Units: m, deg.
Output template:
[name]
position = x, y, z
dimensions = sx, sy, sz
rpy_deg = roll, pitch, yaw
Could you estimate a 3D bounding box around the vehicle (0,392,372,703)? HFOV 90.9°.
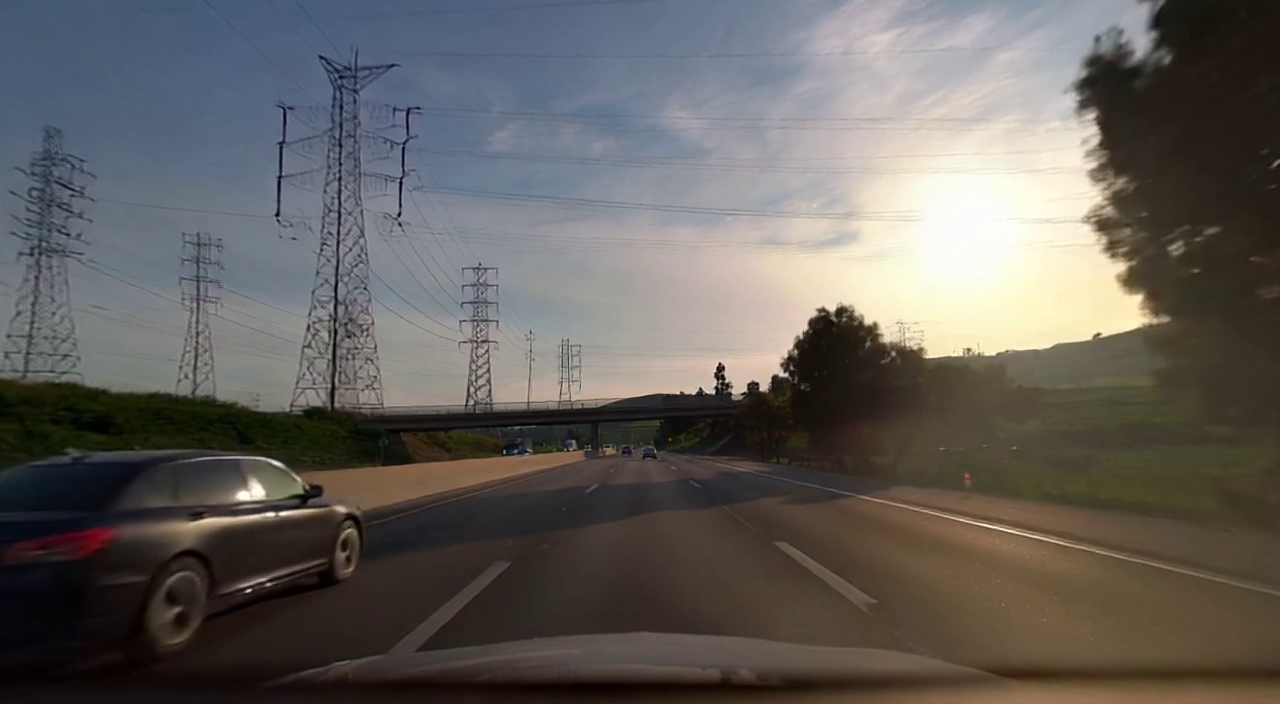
[vehicle]
position = -3.846, 1.243, 4.575
dimensions = 1.924, 1.550, 4.165
rpy_deg = 0, -9, 0
